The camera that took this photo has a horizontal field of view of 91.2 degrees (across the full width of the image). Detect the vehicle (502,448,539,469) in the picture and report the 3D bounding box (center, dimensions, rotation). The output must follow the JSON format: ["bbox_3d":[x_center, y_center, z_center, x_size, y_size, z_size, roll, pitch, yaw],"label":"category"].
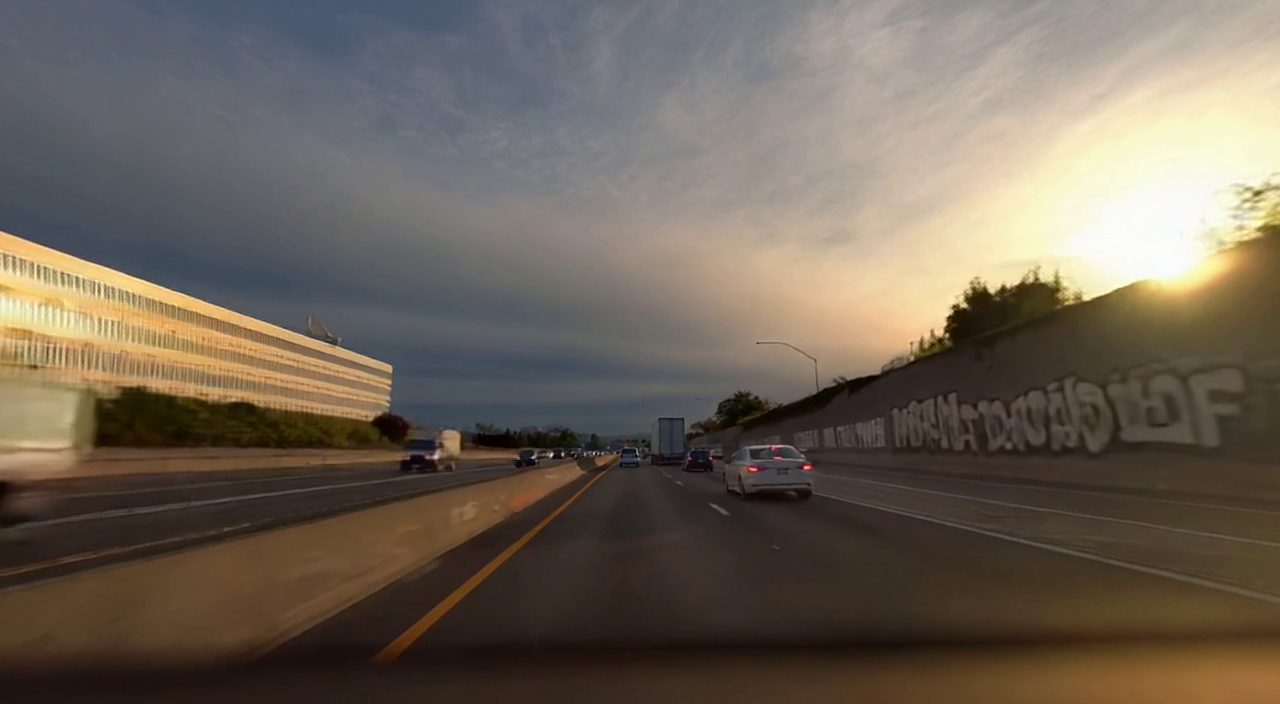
[{"bbox_3d":[-9.278,8.296,49.089,1.965,1.527,4.704,0,-9,0],"label":"vehicle"}]

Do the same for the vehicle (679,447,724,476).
[{"bbox_3d":[3.608,6.506,37.410,2.085,1.588,4.436,0,-9,-2],"label":"vehicle"}]

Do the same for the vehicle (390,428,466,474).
[{"bbox_3d":[-12.493,5.925,37.540,2.373,2.502,6.255,0,-9,0],"label":"vehicle"}]

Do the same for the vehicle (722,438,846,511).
[{"bbox_3d":[3.557,3.114,16.464,2.045,1.605,4.674,0,-9,-1],"label":"vehicle"}]
